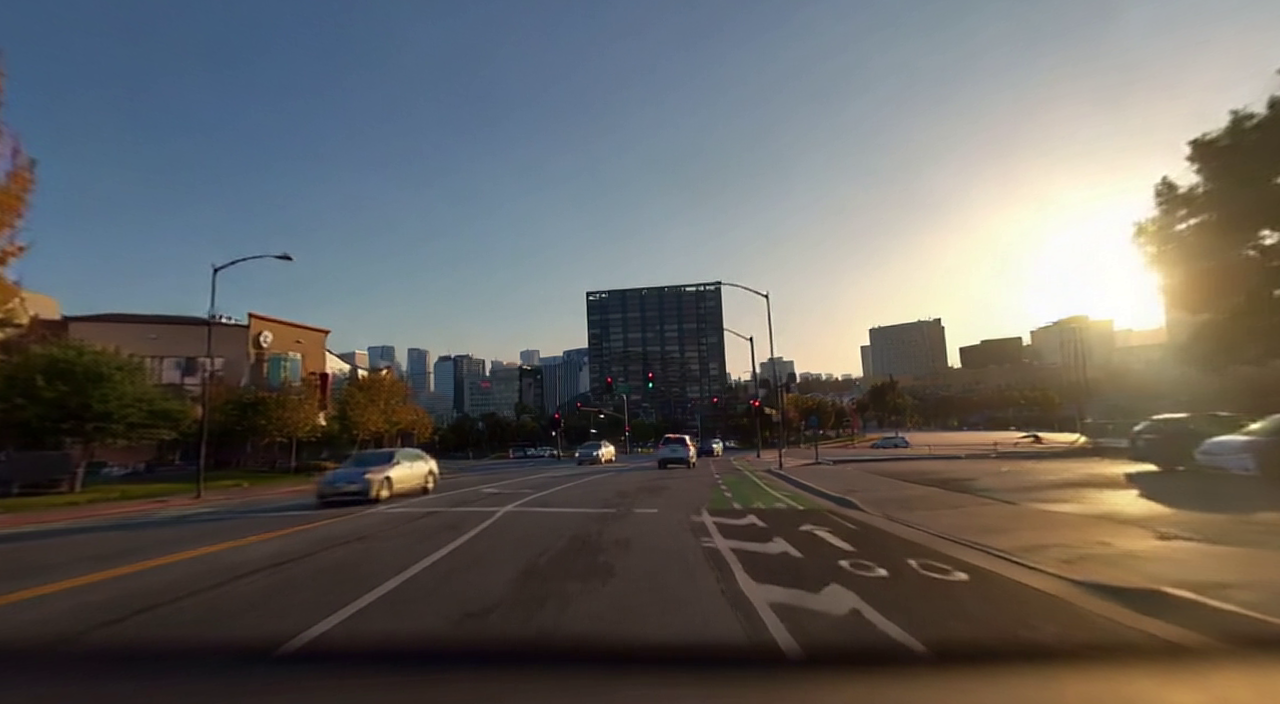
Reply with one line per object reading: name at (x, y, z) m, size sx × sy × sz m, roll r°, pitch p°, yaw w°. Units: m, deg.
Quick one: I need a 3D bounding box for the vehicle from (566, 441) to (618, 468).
vehicle at (-3.281, 7.150, 44.348) m, size 2.183 × 1.699 × 4.974 m, roll -4°, pitch -8°, yaw 13°

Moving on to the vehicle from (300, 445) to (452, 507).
vehicle at (-7.093, 3.347, 17.656) m, size 1.939 × 1.484 × 4.645 m, roll -1°, pitch -8°, yaw 5°

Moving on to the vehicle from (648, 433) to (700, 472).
vehicle at (1.801, 5.063, 32.111) m, size 2.230 × 1.827 × 4.298 m, roll -1°, pitch -9°, yaw 9°
